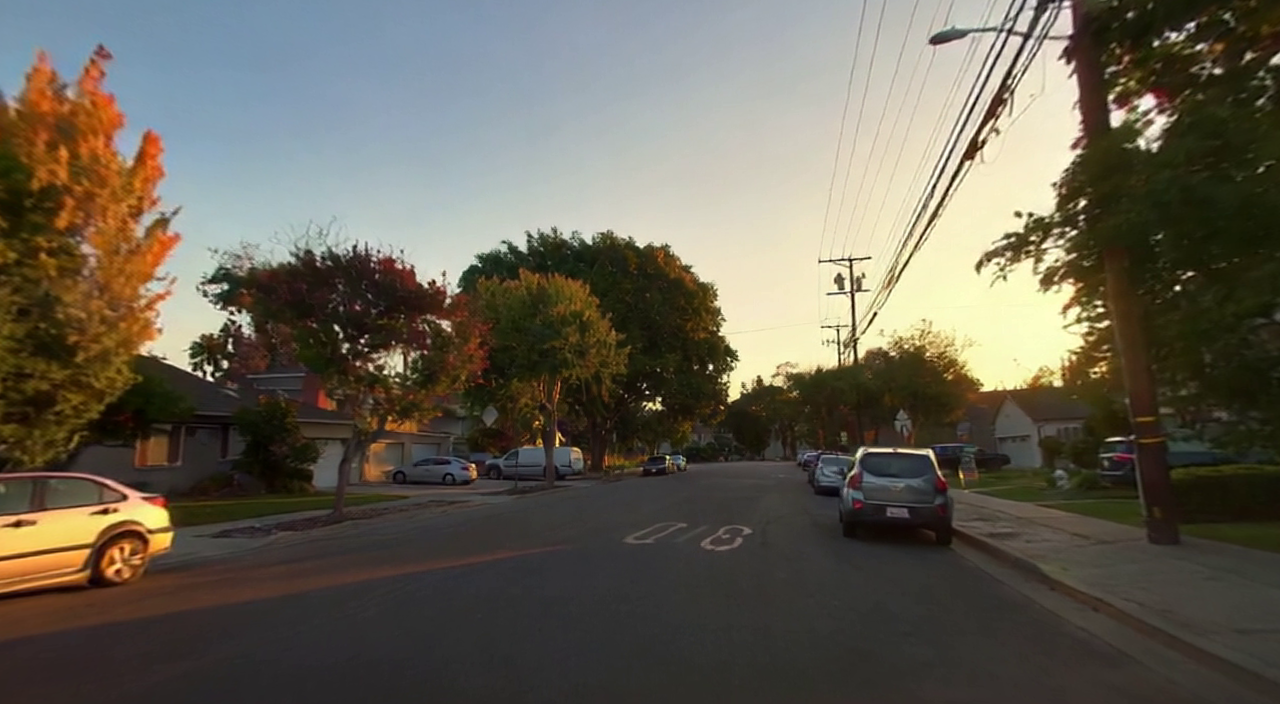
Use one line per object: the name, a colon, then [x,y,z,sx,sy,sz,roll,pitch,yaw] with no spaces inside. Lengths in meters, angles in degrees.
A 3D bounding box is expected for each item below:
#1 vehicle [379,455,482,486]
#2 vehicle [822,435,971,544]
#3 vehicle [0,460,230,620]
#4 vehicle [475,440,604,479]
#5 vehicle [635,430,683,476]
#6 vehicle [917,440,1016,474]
vehicle: [-10.304,5.835,31.210,4.481,1.420,1.712,-2,-9,10]
vehicle: [4.255,2.274,11.017,1.908,1.572,3.105,-2,-9,14]
vehicle: [-6.965,1.860,6.379,1.968,1.449,4.502,-2,-9,14]
vehicle: [-5.420,5.809,34.314,6.488,2.009,2.354,-2,-9,13]
vehicle: [1.378,6.922,43.574,2.199,2.902,5.848,-2,-9,13]
vehicle: [16.504,5.338,32.177,4.075,1.674,1.811,-2,-9,14]
